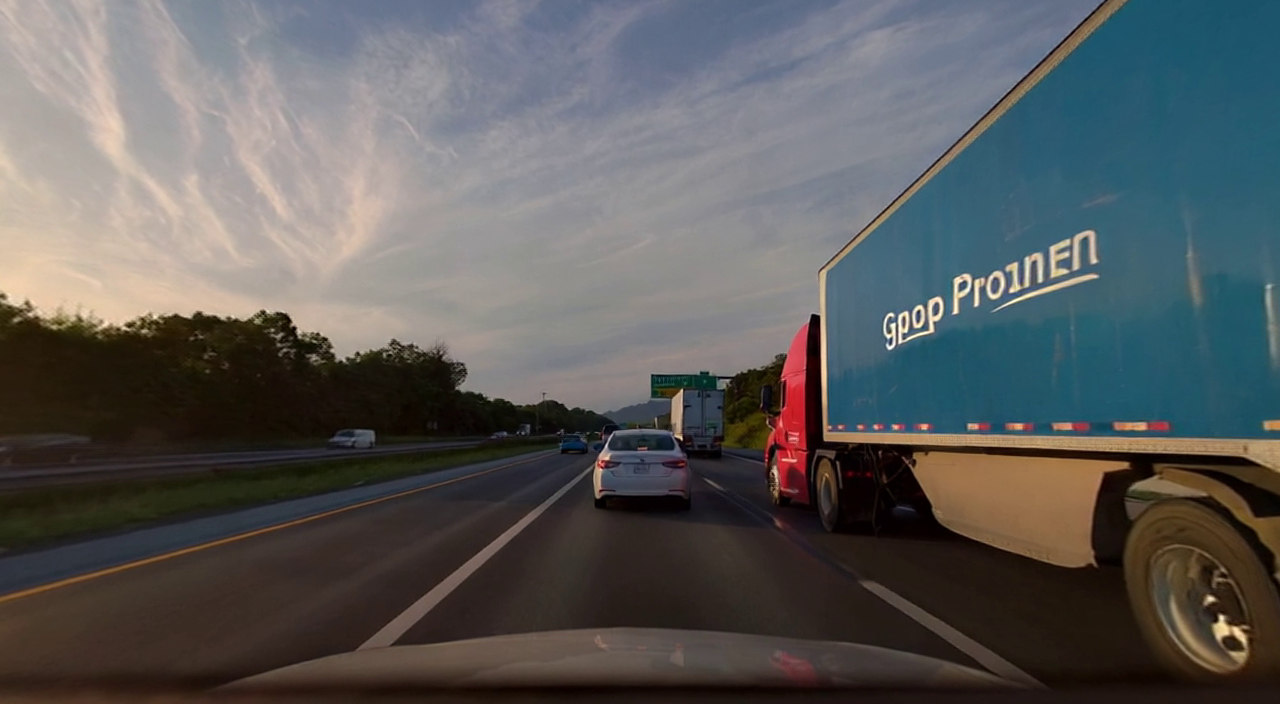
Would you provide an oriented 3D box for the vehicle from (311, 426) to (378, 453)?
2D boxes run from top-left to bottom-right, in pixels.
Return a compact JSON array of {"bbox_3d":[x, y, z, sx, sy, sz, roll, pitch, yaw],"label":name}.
[{"bbox_3d":[-21.791,6.483,46.762,2.126,1.905,5.320,0,-8,3],"label":"vehicle"}]

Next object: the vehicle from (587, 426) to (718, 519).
[{"bbox_3d":[0.171,2.109,11.598,2.021,1.435,3.611,0,-8,-1],"label":"vehicle"}]

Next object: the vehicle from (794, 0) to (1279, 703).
[{"bbox_3d":[4.150,-0.149,3.894,2.816,4.070,14.136,0,-8,0],"label":"vehicle"}]

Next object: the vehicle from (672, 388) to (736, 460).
[{"bbox_3d":[4.024,5.030,43.060,2.869,4.067,13.731,0,-8,0],"label":"vehicle"}]

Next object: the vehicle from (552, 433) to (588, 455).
[{"bbox_3d":[-4.711,6.277,43.060,1.983,1.434,4.451,0,-8,0],"label":"vehicle"}]
